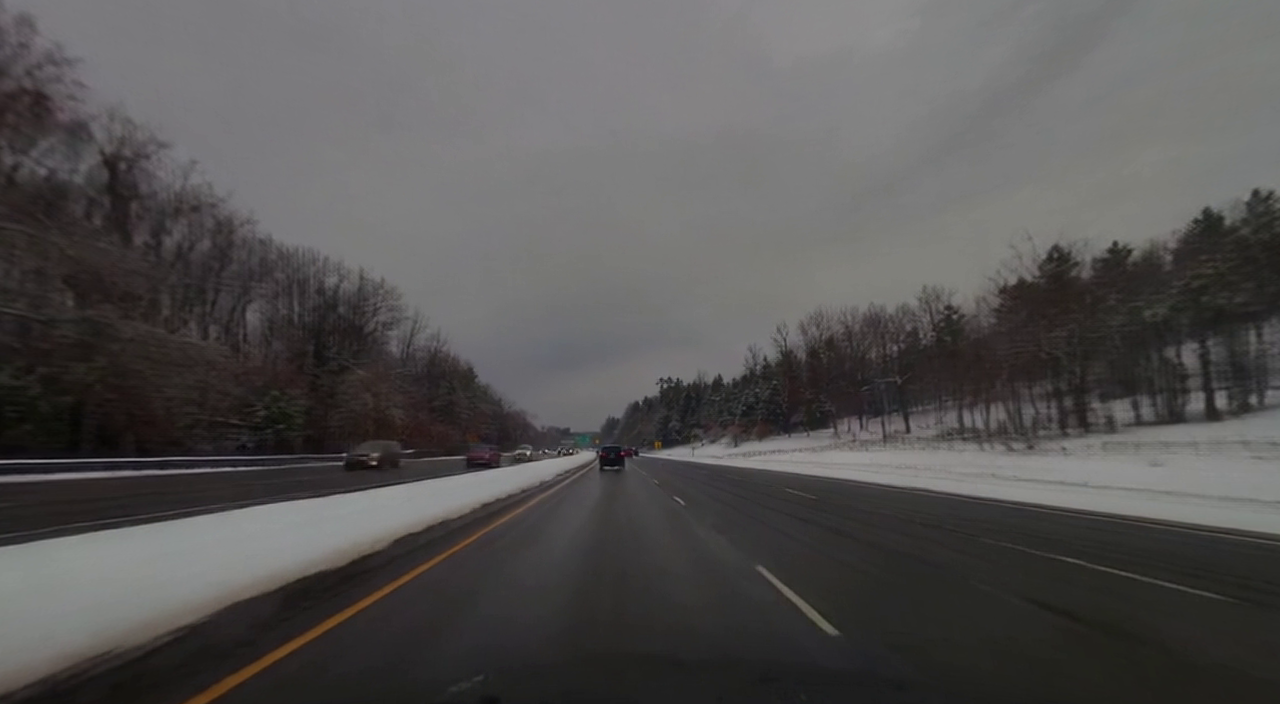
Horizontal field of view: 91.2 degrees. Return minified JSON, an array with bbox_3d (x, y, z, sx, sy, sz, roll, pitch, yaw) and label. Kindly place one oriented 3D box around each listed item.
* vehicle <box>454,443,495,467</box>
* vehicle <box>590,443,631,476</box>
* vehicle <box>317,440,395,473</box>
[{"bbox_3d":[-10.939,6.823,41.708,1.815,1.491,3.784,0,-9,-2],"label":"vehicle"},{"bbox_3d":[-1.645,5.981,35.078,2.151,1.693,4.201,0,-9,-3],"label":"vehicle"},{"bbox_3d":[-14.601,5.391,32.522,2.115,1.534,4.350,0,-9,-2],"label":"vehicle"}]
